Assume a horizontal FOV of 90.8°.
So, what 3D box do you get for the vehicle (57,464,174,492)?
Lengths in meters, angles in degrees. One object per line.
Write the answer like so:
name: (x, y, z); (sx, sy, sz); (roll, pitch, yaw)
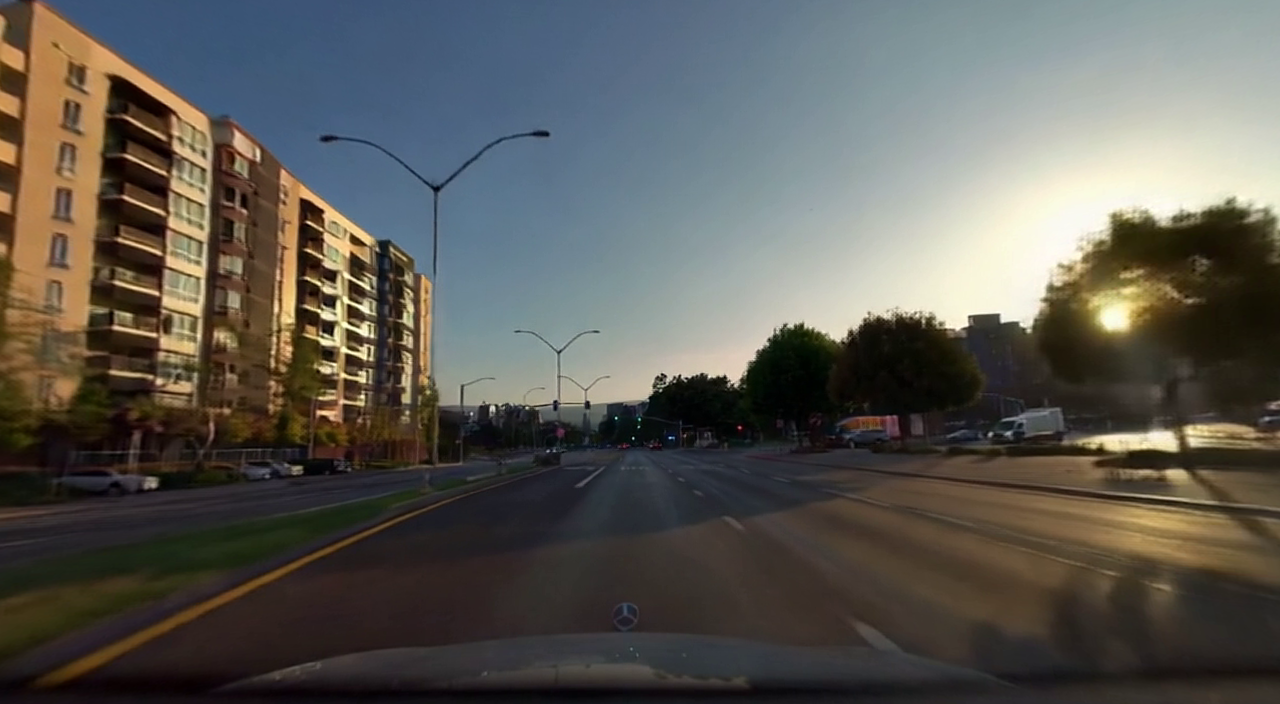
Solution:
vehicle: (-30.128, 7.234, 36.402); (4.851, 1.519, 2.112); (0, -8, 1)
